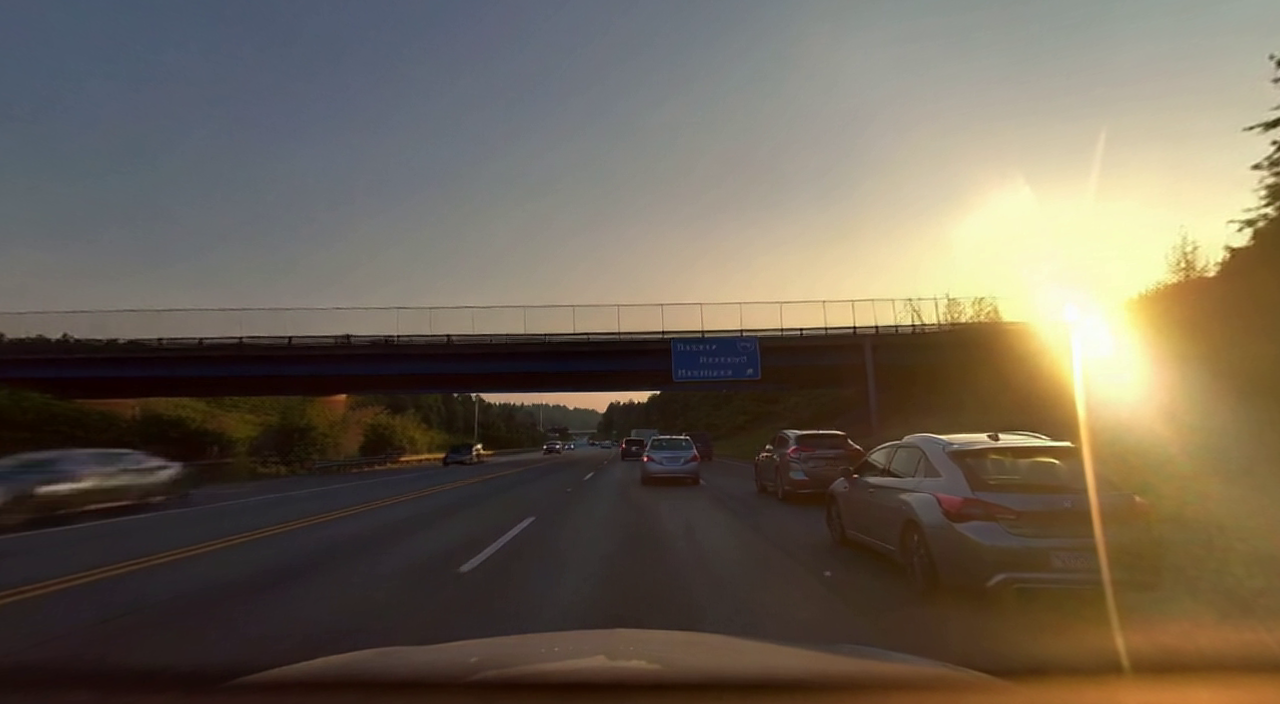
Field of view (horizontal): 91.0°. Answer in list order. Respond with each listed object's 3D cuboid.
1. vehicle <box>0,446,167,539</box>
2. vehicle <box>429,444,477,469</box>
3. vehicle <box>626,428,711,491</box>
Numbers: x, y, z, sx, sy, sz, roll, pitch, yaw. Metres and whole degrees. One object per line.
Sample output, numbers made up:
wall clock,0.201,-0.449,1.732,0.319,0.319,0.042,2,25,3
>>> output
vehicle,-11.385,2.504,11.608,1.925,1.458,4.438,0,-8,-1
vehicle,-12.069,6.720,40.872,1.943,1.495,3.933,-1,-8,0
vehicle,0.717,3.145,18.793,2.092,1.636,4.024,0,-8,-4
